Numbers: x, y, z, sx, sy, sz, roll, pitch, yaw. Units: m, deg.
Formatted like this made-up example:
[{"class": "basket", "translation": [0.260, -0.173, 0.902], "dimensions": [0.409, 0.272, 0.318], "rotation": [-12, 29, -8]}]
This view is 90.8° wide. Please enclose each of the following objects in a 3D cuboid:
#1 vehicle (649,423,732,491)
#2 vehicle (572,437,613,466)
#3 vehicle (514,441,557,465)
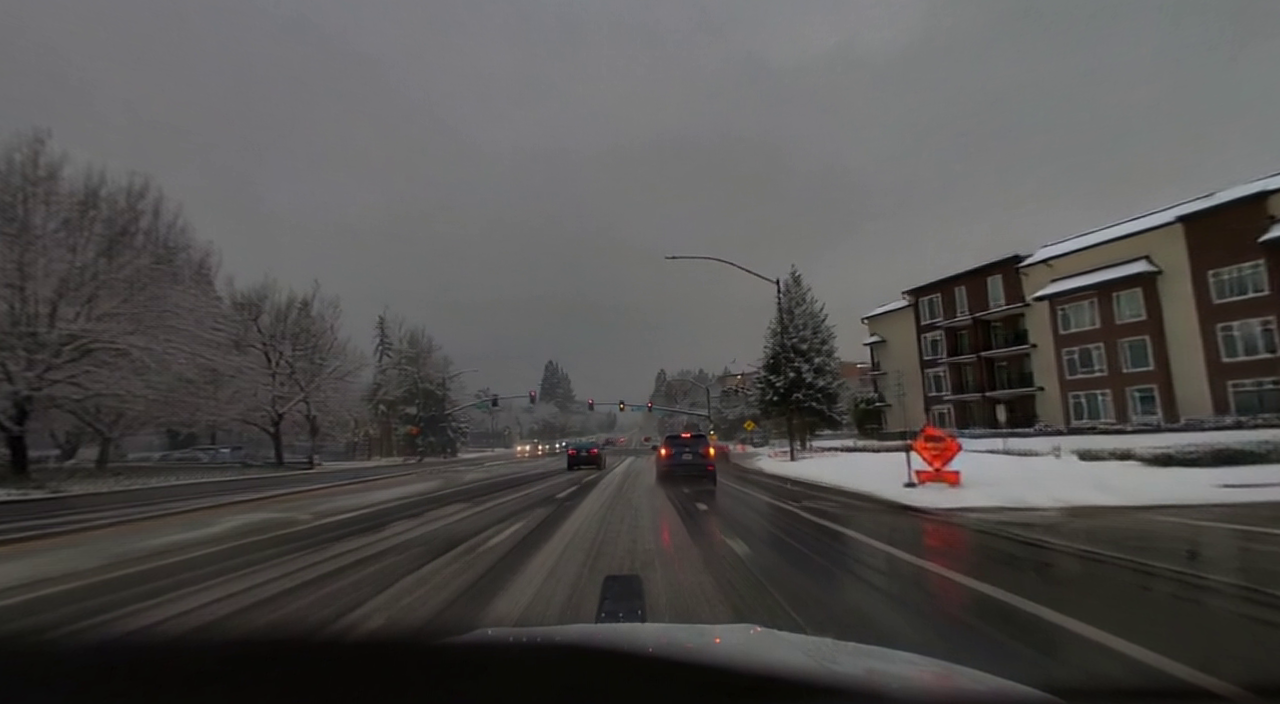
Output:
[{"class": "vehicle", "translation": [1.421, 3.190, 19.485], "dimensions": [2.197, 1.835, 4.316], "rotation": [0, -8, 0]}, {"class": "vehicle", "translation": [-2.839, 6.040, 38.457], "dimensions": [2.121, 1.654, 3.993], "rotation": [0, -8, 1]}, {"class": "vehicle", "translation": [-6.895, 6.689, 42.092], "dimensions": [1.928, 1.488, 4.635], "rotation": [0, -8, 2]}]
